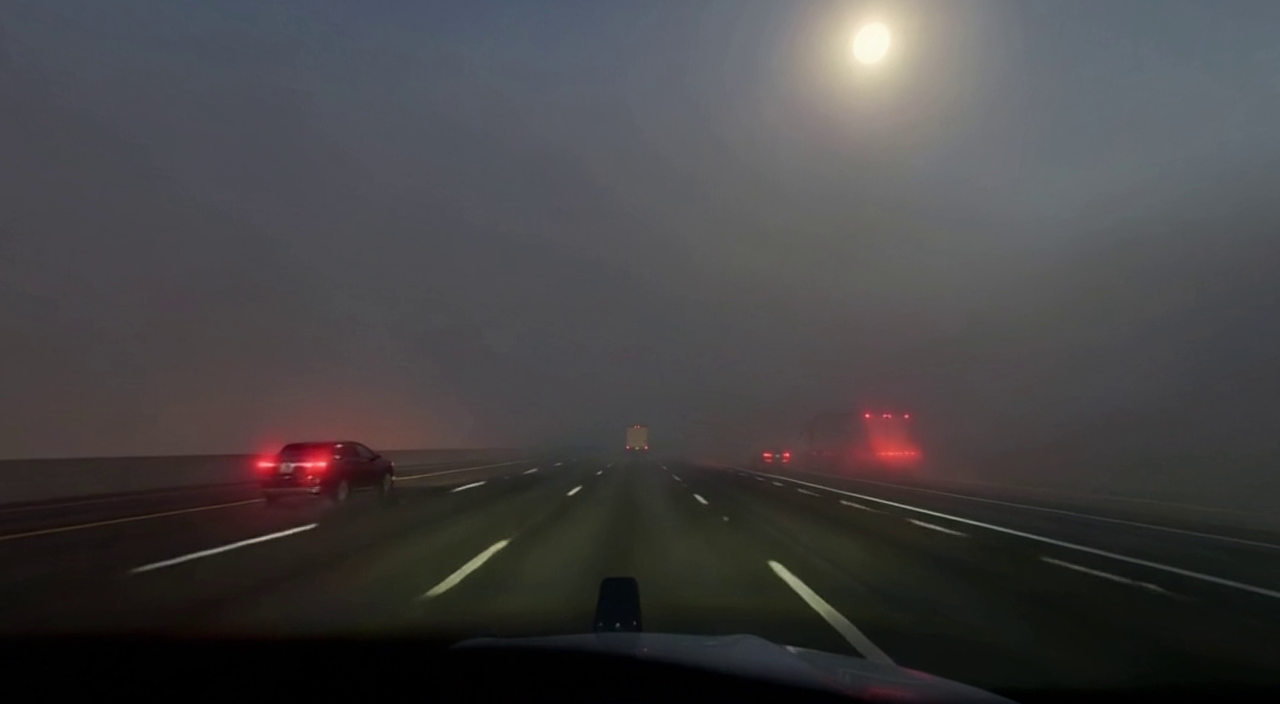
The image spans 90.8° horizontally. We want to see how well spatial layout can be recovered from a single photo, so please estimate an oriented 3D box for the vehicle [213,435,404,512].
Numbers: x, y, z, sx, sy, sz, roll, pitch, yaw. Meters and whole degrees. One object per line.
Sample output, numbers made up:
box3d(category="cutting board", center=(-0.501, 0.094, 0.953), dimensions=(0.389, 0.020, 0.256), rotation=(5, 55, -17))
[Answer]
box3d(category="vehicle", center=(-7.710, 2.845, 15.403), dimensions=(2.005, 1.545, 4.874), rotation=(0, -8, 0))
